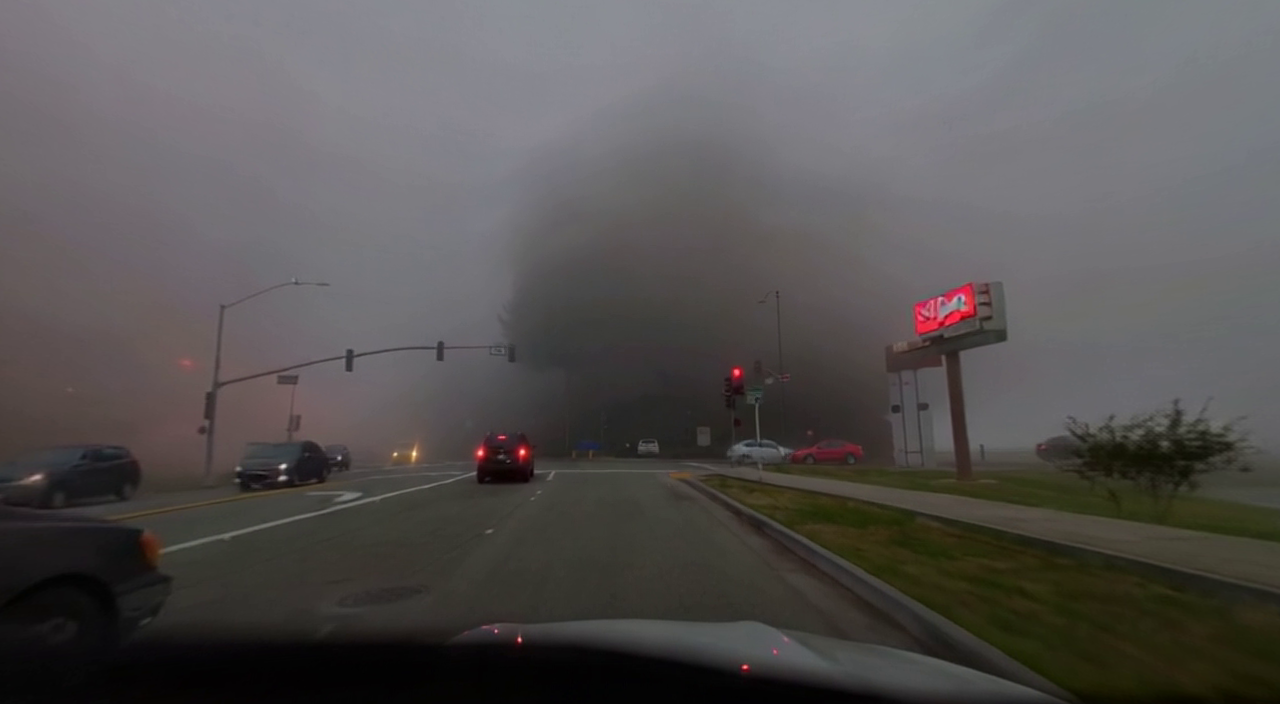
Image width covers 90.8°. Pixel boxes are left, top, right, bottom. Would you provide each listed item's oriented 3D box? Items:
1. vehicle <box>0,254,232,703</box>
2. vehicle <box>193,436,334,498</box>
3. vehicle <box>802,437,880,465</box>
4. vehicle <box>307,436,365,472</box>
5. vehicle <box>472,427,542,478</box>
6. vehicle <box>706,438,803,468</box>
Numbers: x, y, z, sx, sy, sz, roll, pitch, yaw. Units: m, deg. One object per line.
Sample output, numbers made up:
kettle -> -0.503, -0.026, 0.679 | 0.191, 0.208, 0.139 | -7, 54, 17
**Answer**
vehicle -> -3.484, 0.345, 0.477 | 2.509, 1.885, 5.831 | 0, -9, -1
vehicle -> -11.161, 3.414, 19.138 | 1.925, 1.631, 4.250 | 1, -9, -5
vehicle -> 13.504, 6.640, 42.500 | 4.857, 1.803, 2.147 | -3, -9, 19
vehicle -> -20.482, 6.881, 42.847 | 2.555, 2.199, 5.958 | 2, -9, -17
vehicle -> -5.181, 3.990, 25.290 | 2.134, 1.799, 5.082 | 1, -9, -5
vehicle -> 6.787, 5.968, 37.441 | 5.257, 1.627, 2.161 | -4, -9, 23
